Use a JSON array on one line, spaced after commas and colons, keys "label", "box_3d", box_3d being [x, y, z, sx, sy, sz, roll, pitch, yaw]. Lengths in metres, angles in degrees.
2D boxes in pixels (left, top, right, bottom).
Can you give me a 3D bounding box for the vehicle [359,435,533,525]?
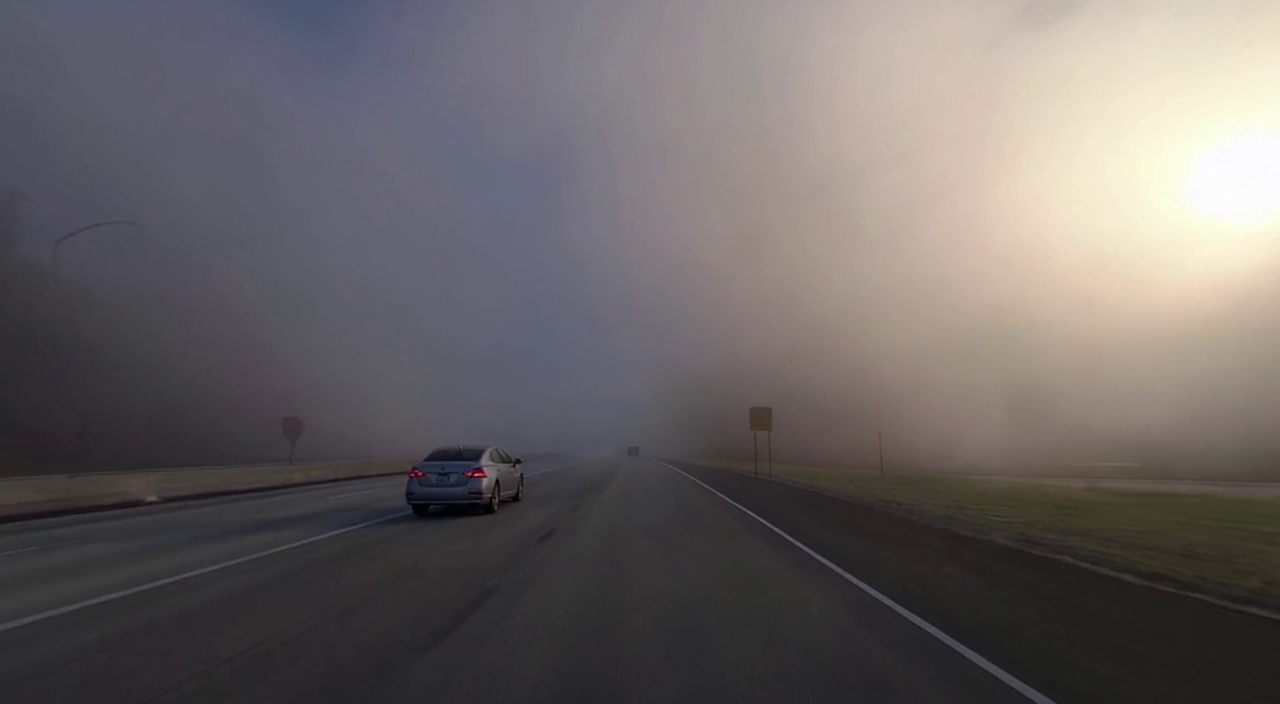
[{"label": "vehicle", "box_3d": [-3.833, 2.599, 13.483, 2.092, 1.562, 4.748, 0, -8, 2]}]
